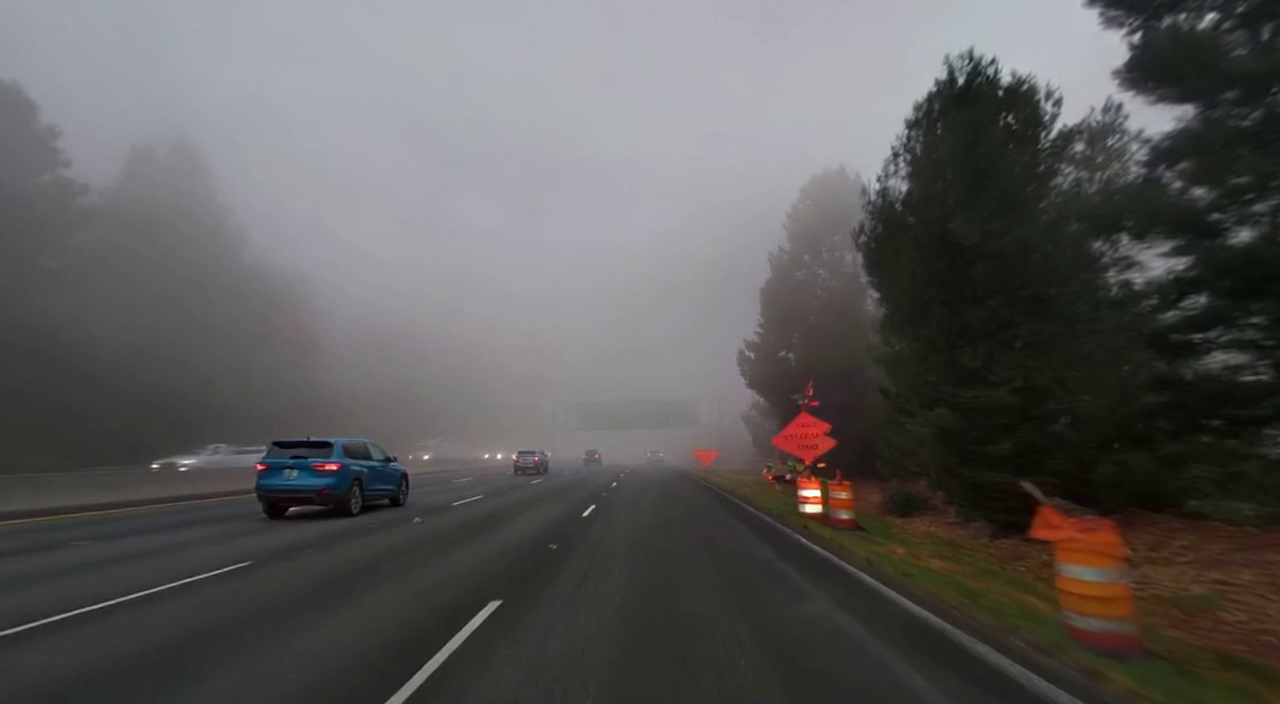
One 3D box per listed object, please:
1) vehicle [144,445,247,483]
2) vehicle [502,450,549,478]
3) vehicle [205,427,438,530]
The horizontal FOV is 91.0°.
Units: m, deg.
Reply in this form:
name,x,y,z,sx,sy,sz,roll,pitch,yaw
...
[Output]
name,x,y,z,sx,sy,sz,roll,pitch,yaw
vehicle,-18.518,4.652,26.428,1.634,1.479,3.579,0,-9,1
vehicle,-6.571,6.462,36.588,1.895,1.506,4.245,0,-9,1
vehicle,-6.195,2.508,13.102,2.402,1.733,4.512,0,-9,1
